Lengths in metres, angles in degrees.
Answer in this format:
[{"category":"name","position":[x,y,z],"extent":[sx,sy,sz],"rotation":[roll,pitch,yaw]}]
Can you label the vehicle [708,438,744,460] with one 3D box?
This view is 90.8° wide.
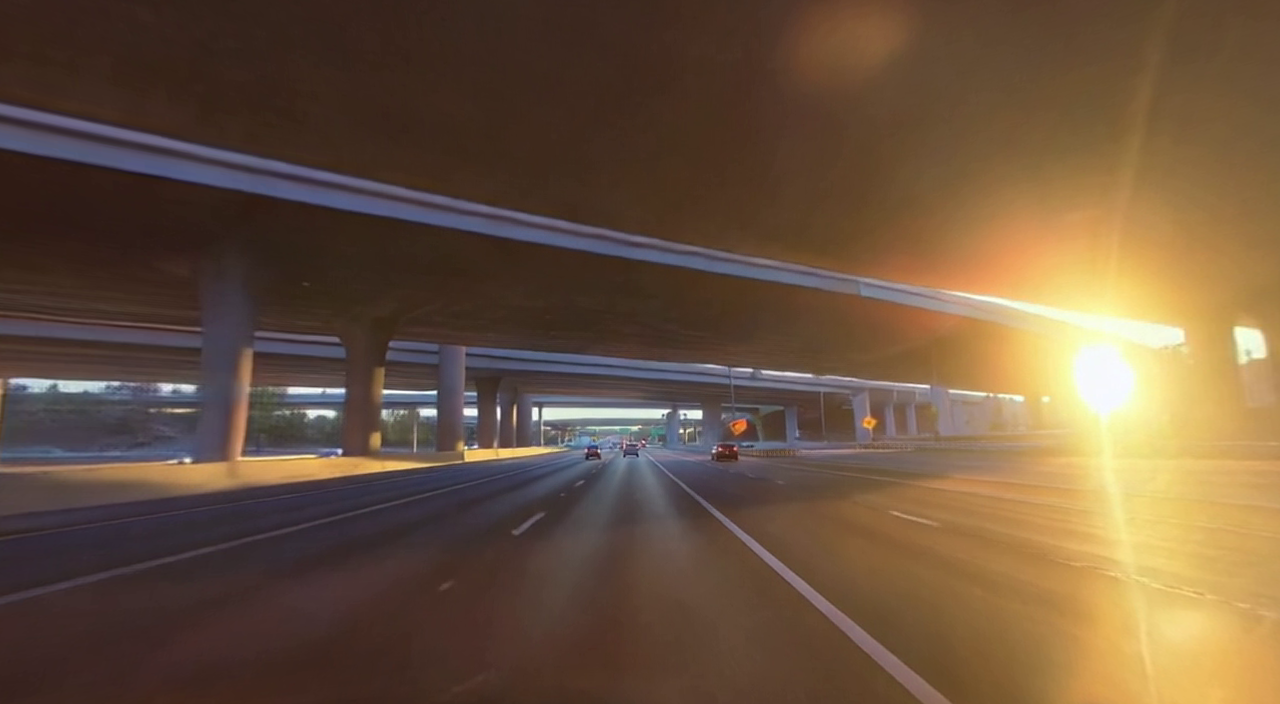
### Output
[{"category":"vehicle","position":[6.652,7.586,49.337],"extent":[2.075,1.611,4.421],"rotation":[0,-8,-2]}]
